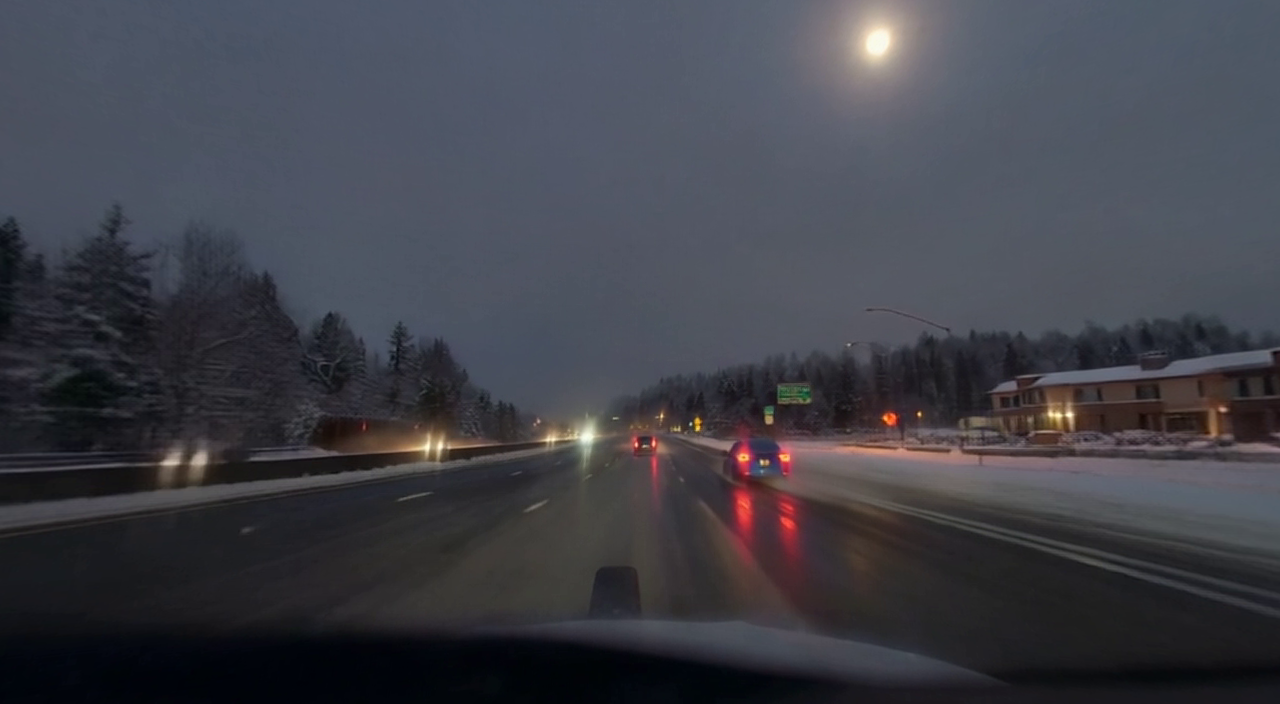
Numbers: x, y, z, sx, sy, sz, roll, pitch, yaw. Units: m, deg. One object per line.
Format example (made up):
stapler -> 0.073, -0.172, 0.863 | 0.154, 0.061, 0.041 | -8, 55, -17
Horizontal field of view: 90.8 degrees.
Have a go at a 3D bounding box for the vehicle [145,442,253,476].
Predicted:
vehicle -> -21.176, 5.133, 30.608 | 1.985, 1.534, 4.396 | 0, -9, 1

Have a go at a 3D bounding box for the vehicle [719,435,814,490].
vehicle -> 3.826, 3.443, 19.982 | 2.029, 1.528, 4.644 | 0, -9, 0

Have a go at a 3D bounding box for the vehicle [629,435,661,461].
vehicle -> 0.367, 6.690, 44.193 | 2.127, 1.692, 4.382 | 0, -9, 1
